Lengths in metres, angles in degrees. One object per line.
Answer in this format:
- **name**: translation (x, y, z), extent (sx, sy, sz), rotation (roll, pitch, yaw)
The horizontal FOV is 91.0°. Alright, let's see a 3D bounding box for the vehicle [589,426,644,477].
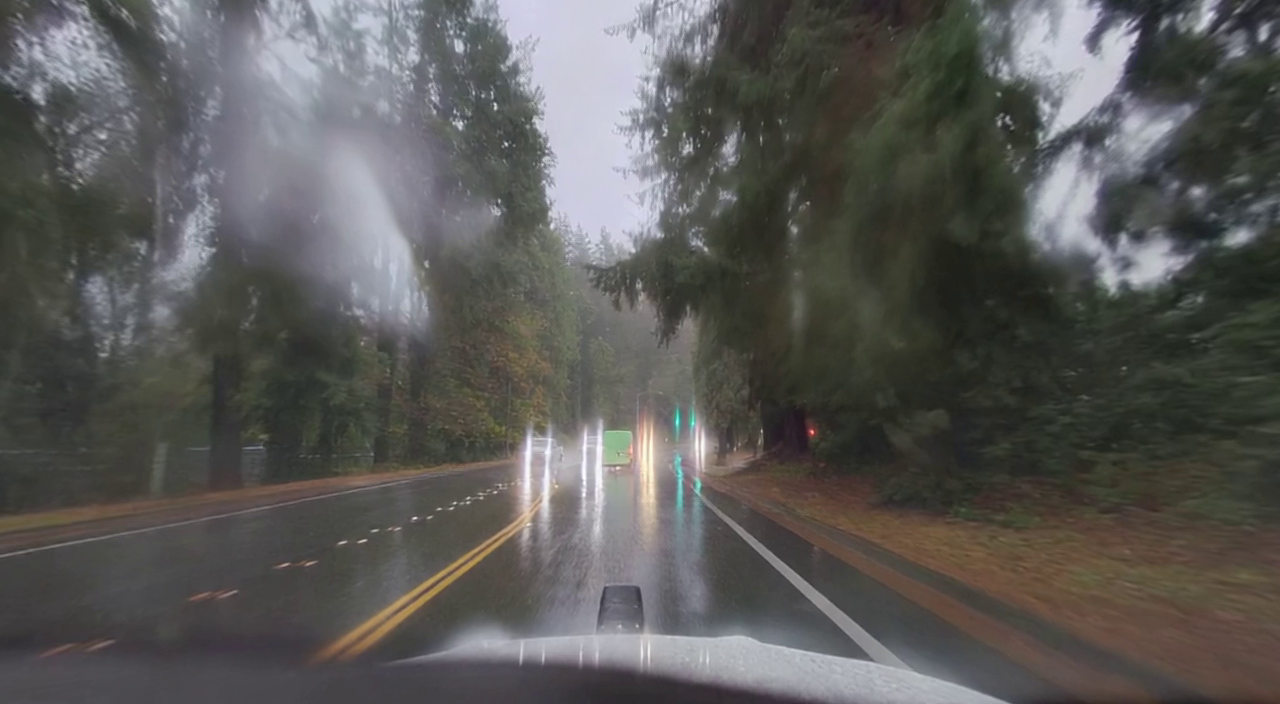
- **vehicle**: translation (-1.104, 4.665, 29.631), extent (2.362, 2.185, 5.212), rotation (0, -8, -2)

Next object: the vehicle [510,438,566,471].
- **vehicle**: translation (-5.348, 5.451, 33.631), extent (2.051, 1.648, 4.451), rotation (0, -8, 3)
